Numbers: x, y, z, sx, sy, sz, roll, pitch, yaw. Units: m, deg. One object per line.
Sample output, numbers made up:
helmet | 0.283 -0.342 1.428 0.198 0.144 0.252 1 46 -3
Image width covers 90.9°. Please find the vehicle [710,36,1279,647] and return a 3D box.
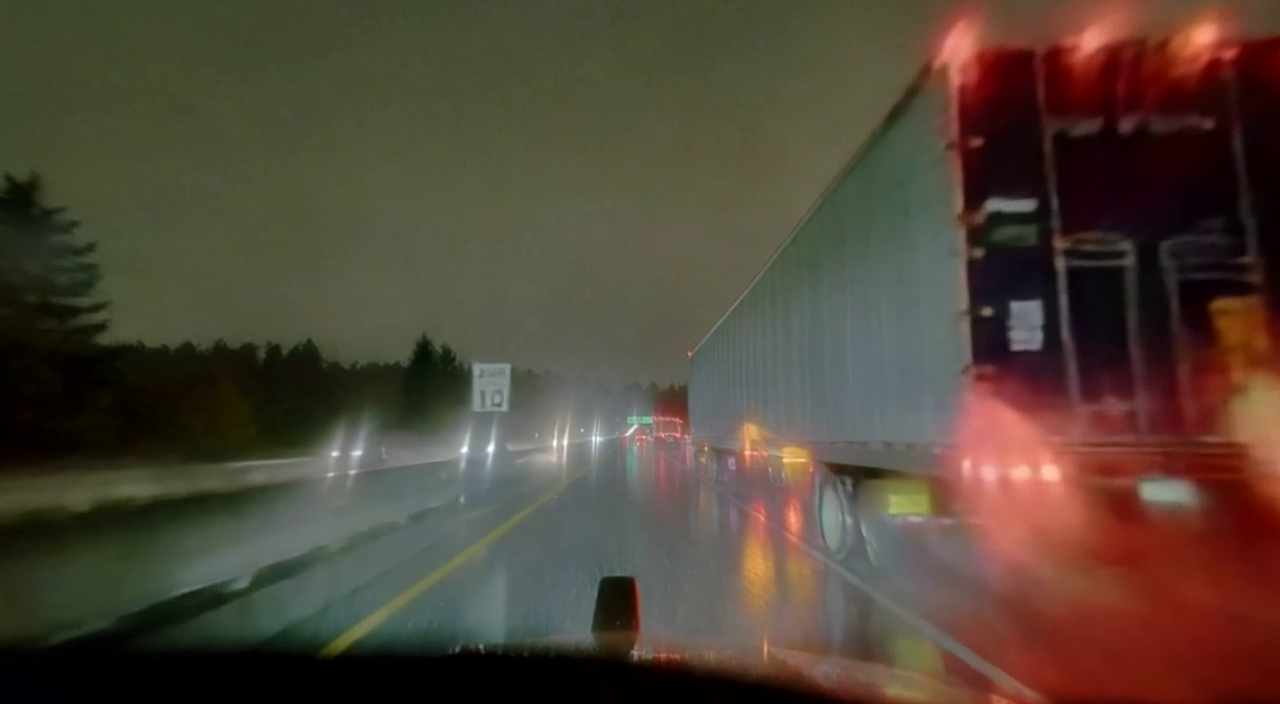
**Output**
vehicle | 3.541 0.667 10.704 2.954 3.995 13.335 0 -7 -1

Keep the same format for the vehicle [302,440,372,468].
vehicle | -17.469 5.877 36.556 1.854 1.471 4.586 0 -7 -1

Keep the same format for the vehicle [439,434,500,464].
vehicle | -8.966 5.129 33.563 2.050 1.466 4.588 0 -7 -1
